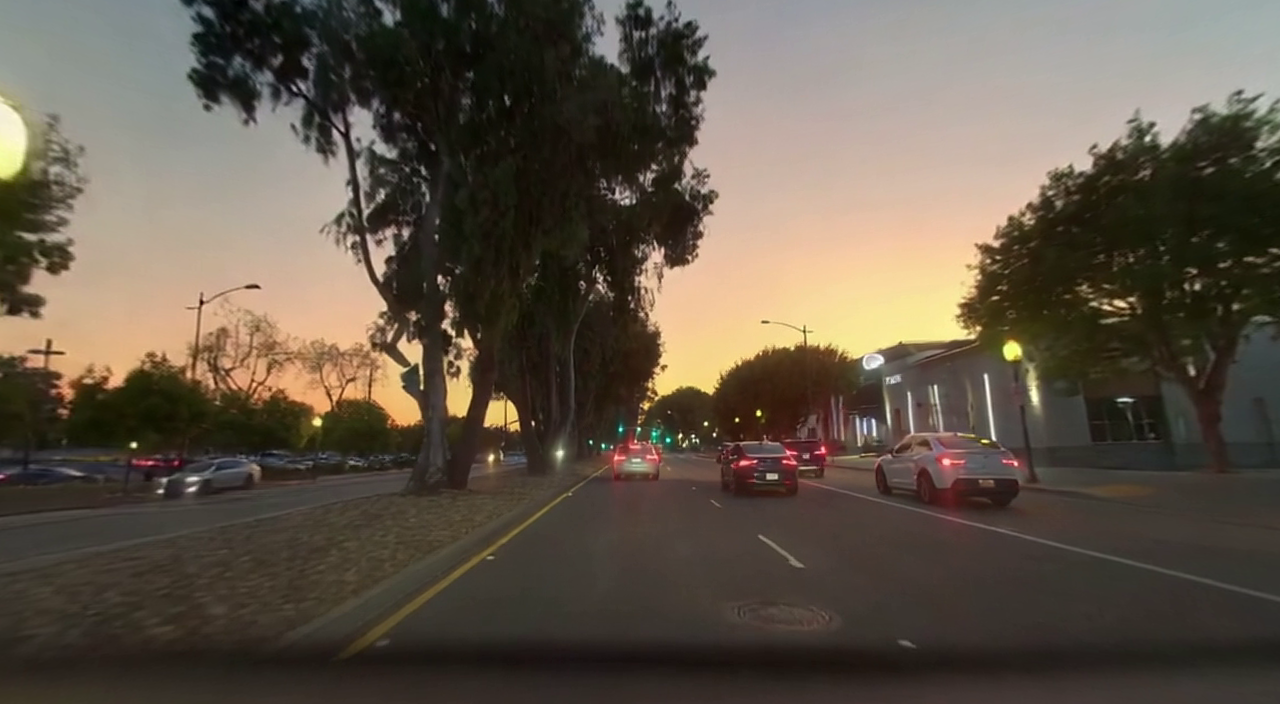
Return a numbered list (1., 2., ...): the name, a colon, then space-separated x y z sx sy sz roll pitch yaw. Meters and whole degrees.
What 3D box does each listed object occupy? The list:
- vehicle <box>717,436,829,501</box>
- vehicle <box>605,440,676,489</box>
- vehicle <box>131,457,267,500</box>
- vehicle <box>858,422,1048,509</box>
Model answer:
1. vehicle: 3.375 3.059 16.956 1.993 1.477 4.240 0 -9 -1
2. vehicle: -0.023 3.665 20.920 2.101 1.444 4.248 0 -9 -1
3. vehicle: -17.542 5.018 25.498 2.069 1.460 4.716 0 -9 0
4. vehicle: 7.113 2.650 15.135 2.052 1.708 4.842 0 -9 0
